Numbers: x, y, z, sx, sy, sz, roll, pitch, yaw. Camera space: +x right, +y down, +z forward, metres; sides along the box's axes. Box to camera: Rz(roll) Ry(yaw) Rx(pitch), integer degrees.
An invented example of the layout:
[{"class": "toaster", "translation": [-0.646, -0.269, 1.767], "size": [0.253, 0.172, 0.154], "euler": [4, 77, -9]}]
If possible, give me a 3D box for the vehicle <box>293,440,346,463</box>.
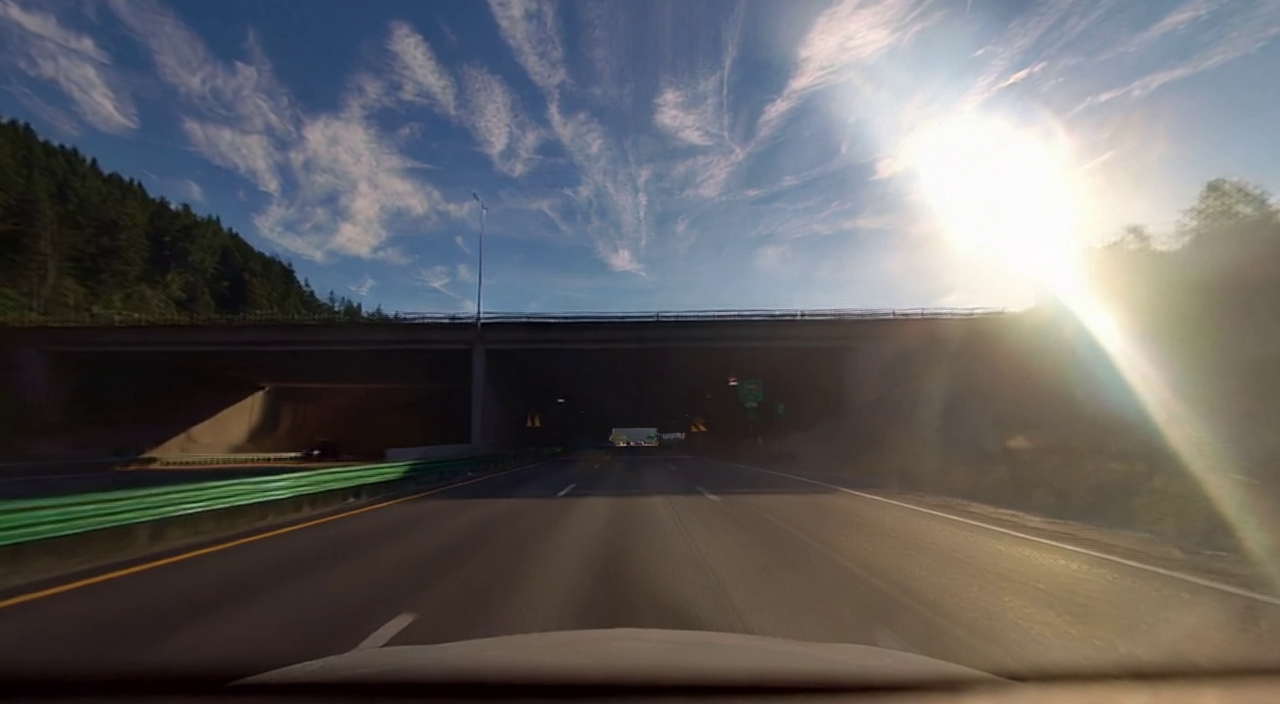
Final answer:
[{"class": "vehicle", "translation": [-22.594, 6.990, 44.500], "size": [1.863, 1.490, 3.869], "euler": [0, -8, -3]}]
